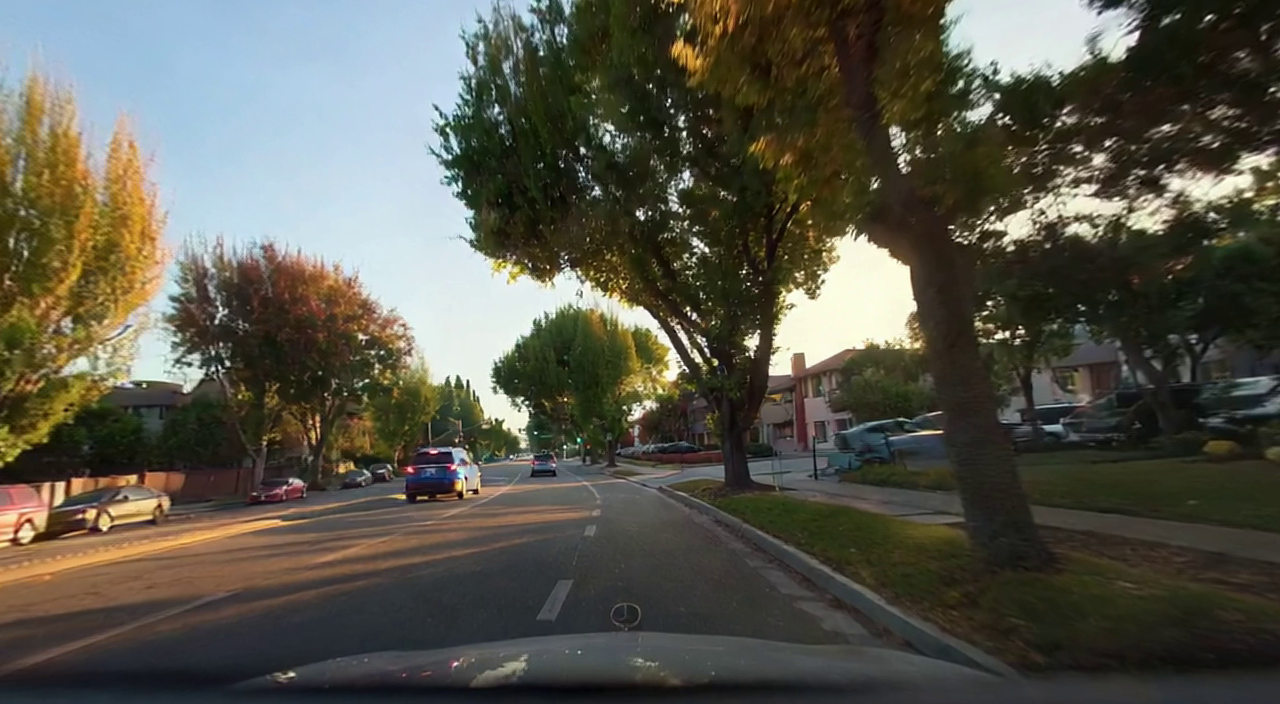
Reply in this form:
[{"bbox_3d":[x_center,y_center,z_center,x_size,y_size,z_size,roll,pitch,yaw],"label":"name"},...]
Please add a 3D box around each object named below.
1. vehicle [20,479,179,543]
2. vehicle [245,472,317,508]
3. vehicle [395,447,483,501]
[{"bbox_3d":[-17.279,5.047,20.528,1.898,1.477,4.184,-2,-8,-8],"label":"vehicle"},{"bbox_3d":[-19.648,7.539,34.789,1.874,1.392,4.633,-5,-8,-10],"label":"vehicle"},{"bbox_3d":[-7.244,4.406,23.313,2.097,1.755,4.336,0,-9,-4],"label":"vehicle"}]
